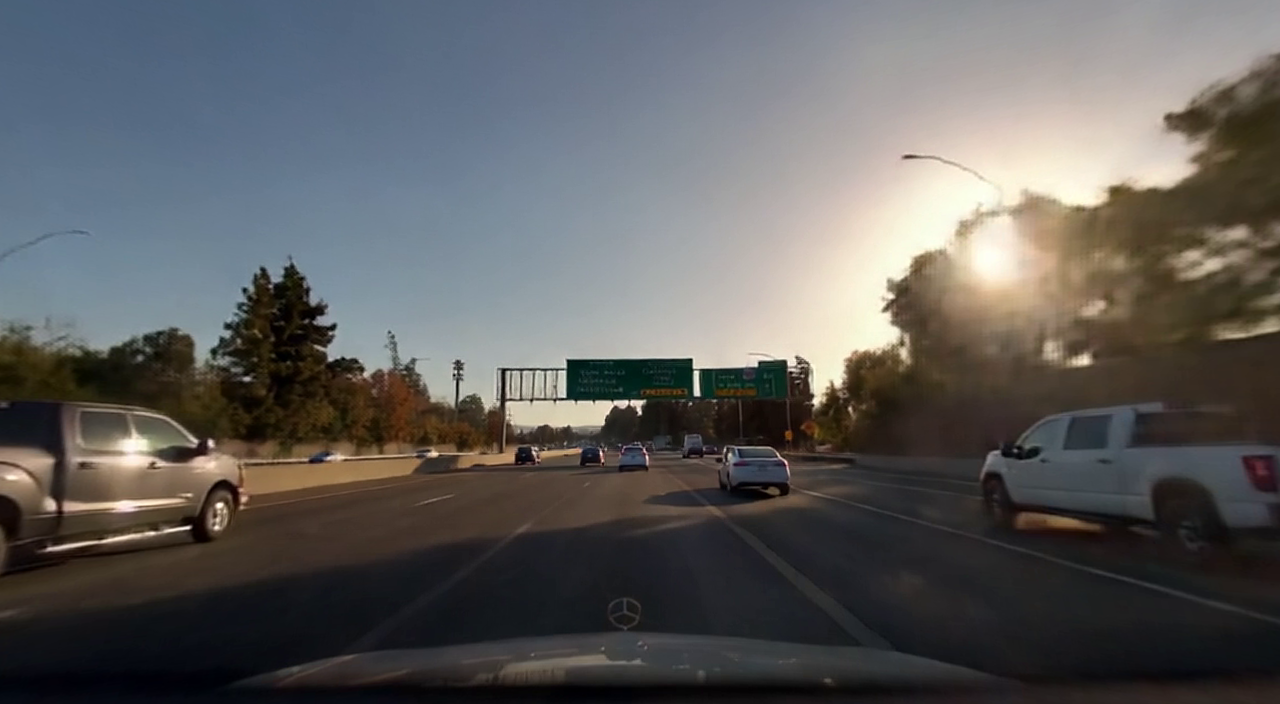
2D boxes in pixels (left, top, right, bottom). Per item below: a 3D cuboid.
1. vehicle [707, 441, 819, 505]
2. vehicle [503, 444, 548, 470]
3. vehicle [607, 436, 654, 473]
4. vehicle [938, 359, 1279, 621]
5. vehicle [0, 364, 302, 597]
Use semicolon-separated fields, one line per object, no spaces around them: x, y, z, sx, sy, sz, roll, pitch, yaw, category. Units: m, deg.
3.065;3.115;16.752;2.011;1.462;4.286;0;-8;-1;vehicle
-6.869;6.350;38.390;1.920;1.482;4.385;0;-8;0;vehicle
-0.474;5.430;33.618;2.323;1.805;4.729;0;-8;-1;vehicle
5.996;1.318;6.690;2.635;1.919;5.907;0;-8;-2;vehicle
-6.805;1.383;7.270;2.444;2.012;6.122;0;-8;0;vehicle
